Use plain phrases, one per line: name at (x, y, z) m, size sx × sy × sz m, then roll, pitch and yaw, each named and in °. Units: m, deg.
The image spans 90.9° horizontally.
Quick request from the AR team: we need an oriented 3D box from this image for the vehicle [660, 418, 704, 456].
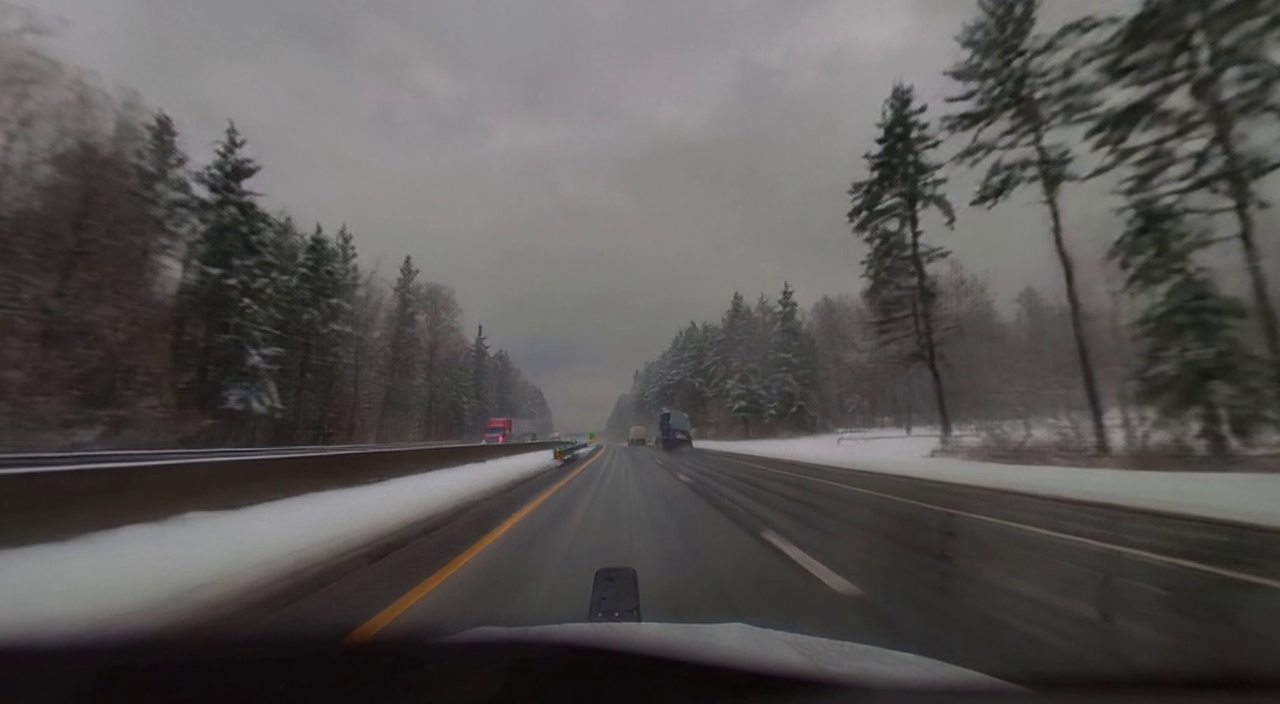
vehicle at (3.148, 6.601, 49.159) m, size 2.741 × 2.716 × 6.323 m, roll 0°, pitch -8°, yaw -3°
